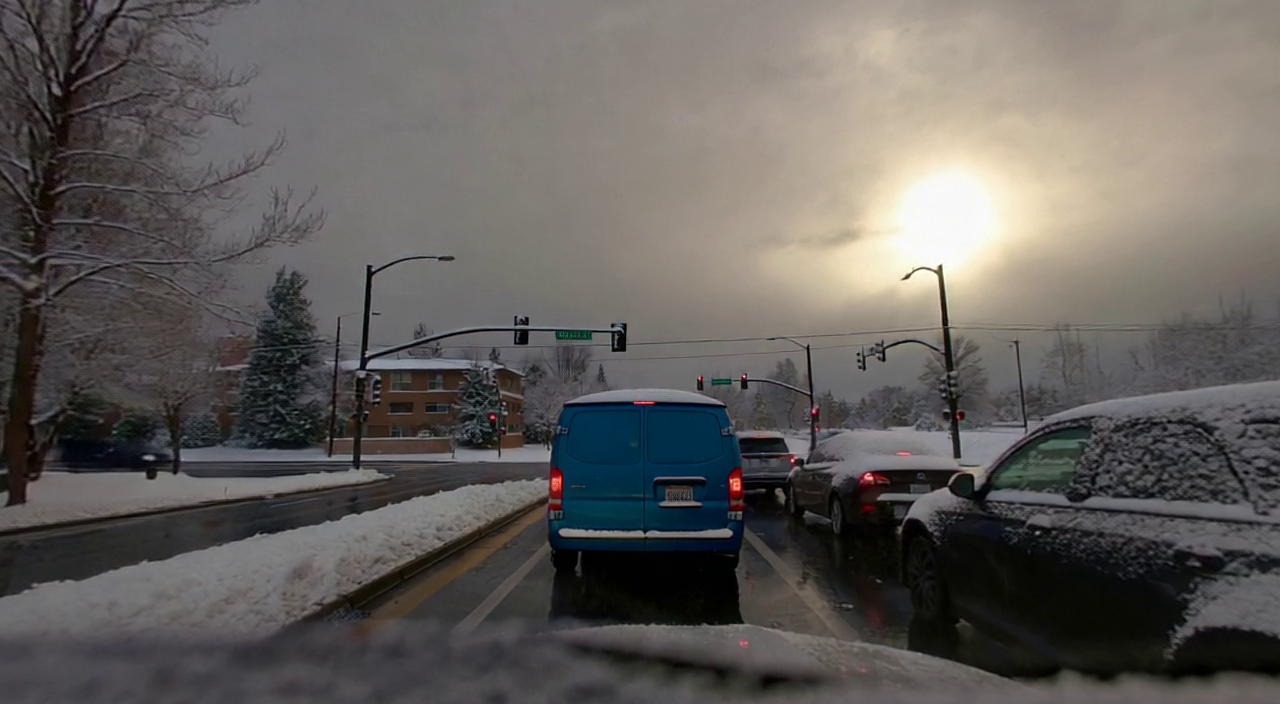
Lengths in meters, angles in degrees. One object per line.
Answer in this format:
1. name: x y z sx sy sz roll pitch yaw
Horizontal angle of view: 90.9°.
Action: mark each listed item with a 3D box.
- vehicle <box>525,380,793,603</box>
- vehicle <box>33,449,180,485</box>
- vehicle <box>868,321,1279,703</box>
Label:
1. vehicle: 0.166 1.465 7.433 2.185 1.822 4.391 0 -8 0
2. vehicle: -24.204 5.209 28.779 4.789 1.514 1.866 1 -8 -6
3. vehicle: 2.899 0.947 3.187 1.971 1.663 4.287 0 -8 2
